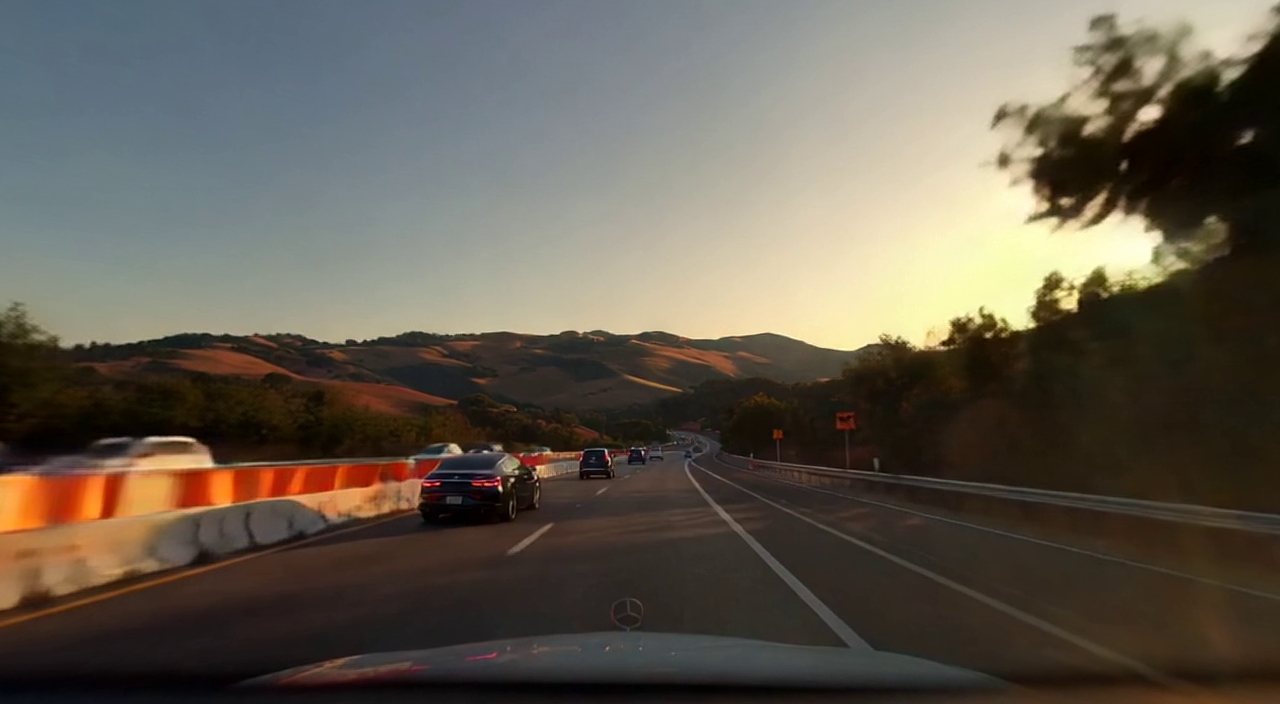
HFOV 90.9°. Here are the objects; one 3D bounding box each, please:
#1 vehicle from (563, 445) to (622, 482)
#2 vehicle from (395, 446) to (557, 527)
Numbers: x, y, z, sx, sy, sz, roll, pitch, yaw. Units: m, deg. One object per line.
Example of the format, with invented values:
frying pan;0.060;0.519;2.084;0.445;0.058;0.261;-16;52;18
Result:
vehicle;-1.961;4.800;27.443;2.094;1.480;4.124;0;-9;2
vehicle;-3.004;2.554;12.508;2.061;1.330;3.928;0;-9;2
